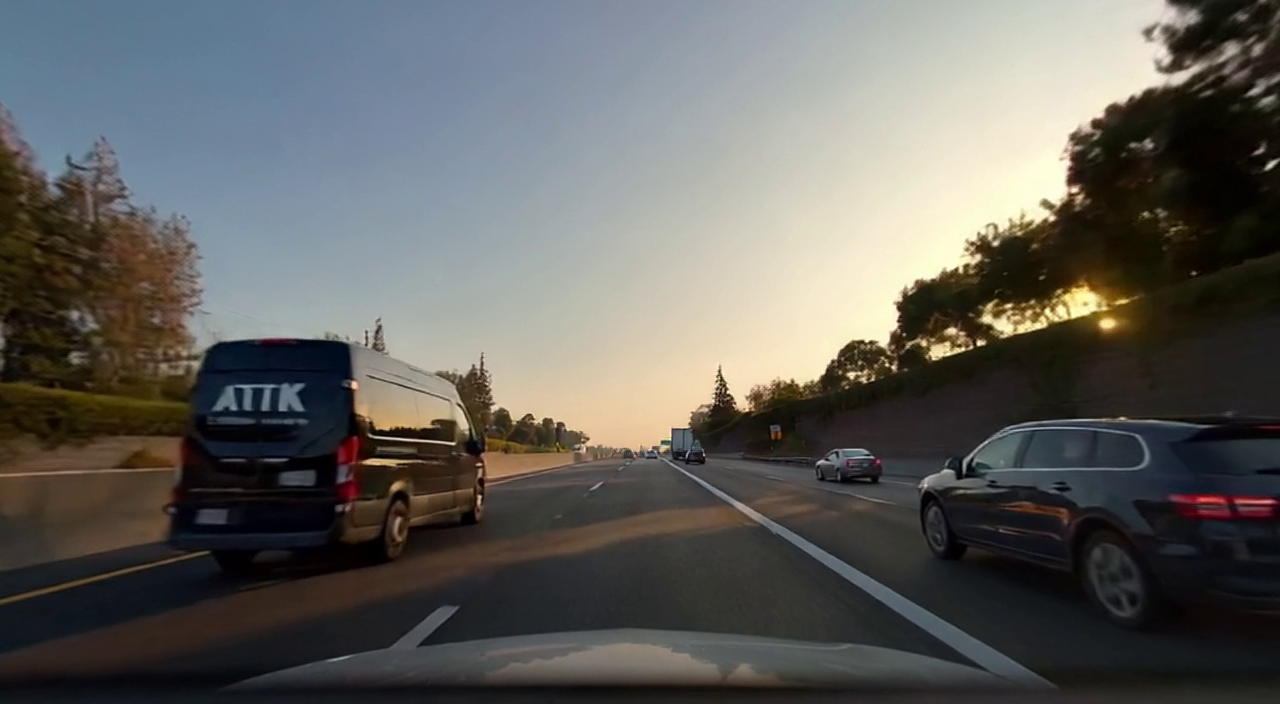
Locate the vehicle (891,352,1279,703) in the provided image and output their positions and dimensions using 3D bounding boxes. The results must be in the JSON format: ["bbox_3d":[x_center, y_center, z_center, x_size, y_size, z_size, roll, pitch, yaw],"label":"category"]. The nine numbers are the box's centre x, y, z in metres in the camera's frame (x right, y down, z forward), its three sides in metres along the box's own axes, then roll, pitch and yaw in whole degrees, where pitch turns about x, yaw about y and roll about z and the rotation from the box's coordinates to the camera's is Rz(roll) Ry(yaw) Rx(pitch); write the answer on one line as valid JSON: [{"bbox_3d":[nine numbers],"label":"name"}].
[{"bbox_3d":[4.001,1.160,4.906,2.025,1.706,4.797,0,-9,-1],"label":"vehicle"}]

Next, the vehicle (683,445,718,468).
[{"bbox_3d":[4.428,7.737,46.777,2.066,1.638,4.158,0,-9,-1],"label":"vehicle"}]

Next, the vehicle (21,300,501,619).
[{"bbox_3d":[-3.882,1.390,8.746,2.380,2.648,6.879,0,-9,-1],"label":"vehicle"}]

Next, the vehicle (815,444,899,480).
[{"bbox_3d":[9.823,5.030,28.979,1.838,1.490,4.460,1,-9,-6],"label":"vehicle"}]
